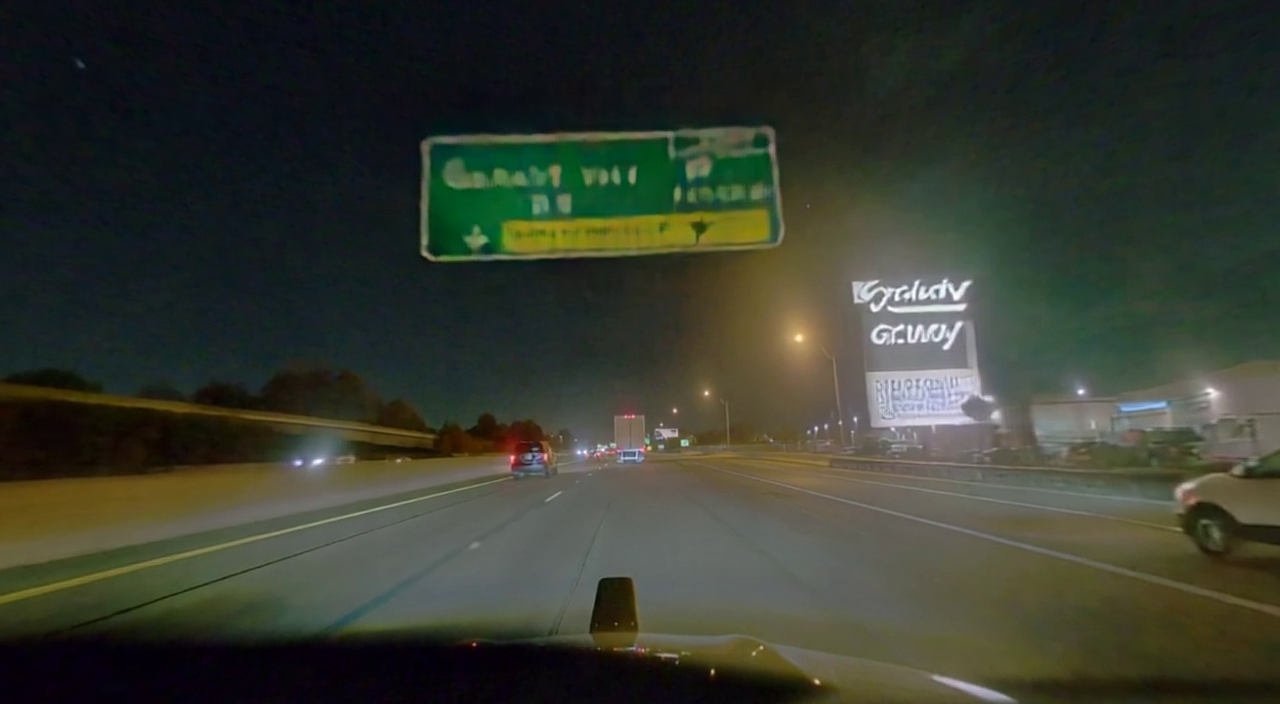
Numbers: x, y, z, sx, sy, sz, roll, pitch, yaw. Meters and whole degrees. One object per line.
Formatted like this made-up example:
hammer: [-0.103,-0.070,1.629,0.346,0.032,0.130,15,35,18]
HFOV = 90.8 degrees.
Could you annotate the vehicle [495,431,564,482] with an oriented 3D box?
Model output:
vehicle: [-4.489,4.335,26.435,2.095,1.930,4.680,0,-8,0]

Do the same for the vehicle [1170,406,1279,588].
vehicle: [6.974,1.215,4.952,1.928,1.686,4.182,0,-9,-1]

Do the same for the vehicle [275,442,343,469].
vehicle: [-25.465,7.968,48.904,2.251,1.964,5.807,0,-9,-2]

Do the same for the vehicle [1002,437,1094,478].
vehicle: [31.574,8.108,48.878,6.081,2.952,2.754,4,-8,-21]

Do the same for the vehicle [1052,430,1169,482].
vehicle: [33.783,7.398,45.319,7.934,3.428,3.258,5,-9,-27]
